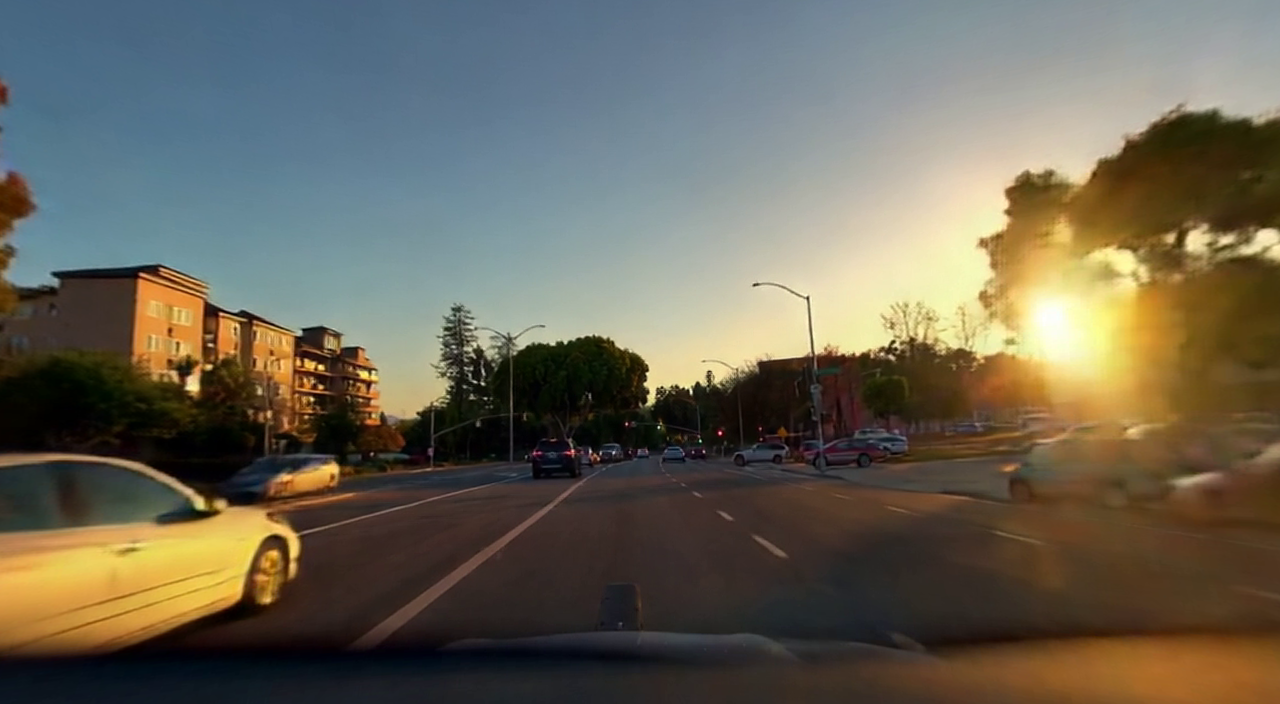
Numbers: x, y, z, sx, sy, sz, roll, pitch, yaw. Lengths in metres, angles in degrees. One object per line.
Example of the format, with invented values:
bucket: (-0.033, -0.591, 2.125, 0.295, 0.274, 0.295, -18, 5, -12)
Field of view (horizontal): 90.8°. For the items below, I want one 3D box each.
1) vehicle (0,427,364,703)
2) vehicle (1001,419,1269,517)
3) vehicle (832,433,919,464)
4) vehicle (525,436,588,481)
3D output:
vehicle: (-3.739, 1.242, 3.877, 2.144, 1.447, 4.421, 0, -9, -1)
vehicle: (9.859, 2.340, 13.172, 1.992, 1.664, 4.246, 0, -9, -3)
vehicle: (13.757, 5.679, 37.154, 4.399, 1.722, 2.202, -2, -9, 9)
vehicle: (-3.808, 4.974, 29.804, 2.220, 1.888, 4.904, -1, -9, 1)
